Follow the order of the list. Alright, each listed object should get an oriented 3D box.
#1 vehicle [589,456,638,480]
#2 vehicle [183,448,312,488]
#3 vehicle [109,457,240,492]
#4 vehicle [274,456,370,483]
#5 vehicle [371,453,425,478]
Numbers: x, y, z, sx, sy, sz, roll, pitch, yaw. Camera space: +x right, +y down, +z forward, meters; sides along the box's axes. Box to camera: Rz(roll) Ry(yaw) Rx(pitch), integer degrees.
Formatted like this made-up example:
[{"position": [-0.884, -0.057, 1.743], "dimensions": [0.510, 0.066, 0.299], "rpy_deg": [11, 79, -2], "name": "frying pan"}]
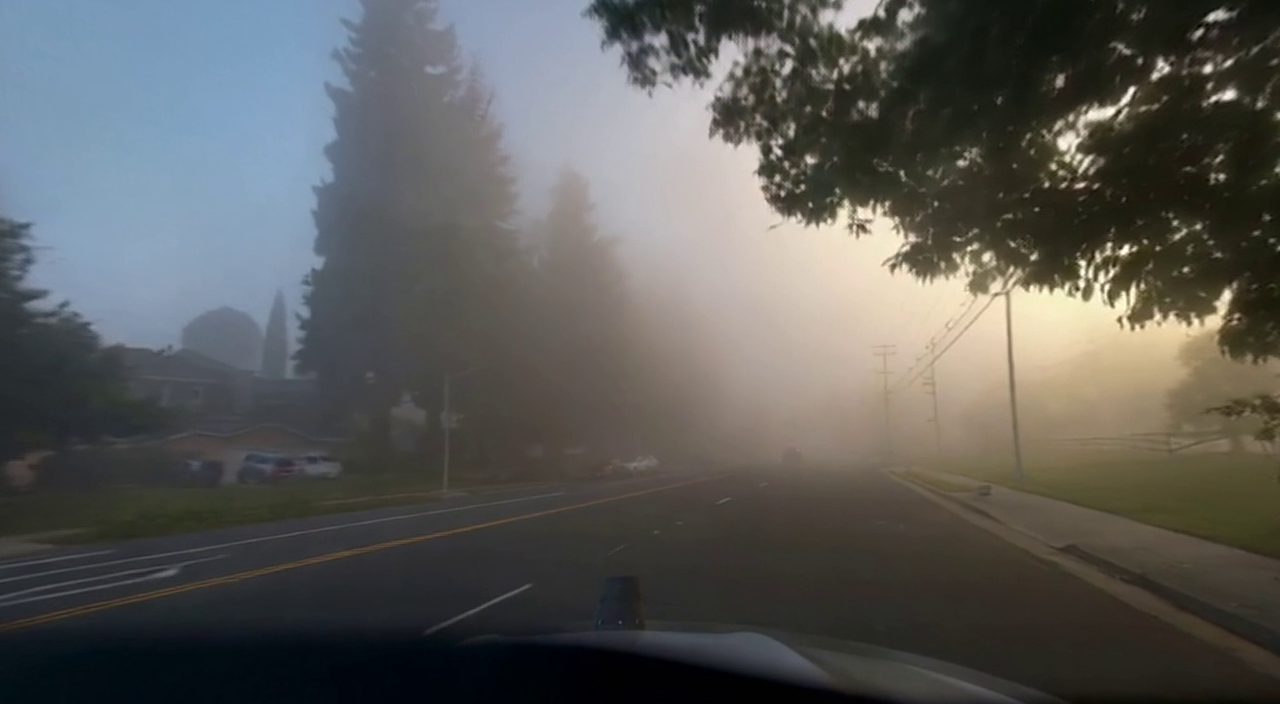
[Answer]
[{"position": [-1.778, 8.068, 44.025], "dimensions": [1.936, 1.489, 4.311], "rpy_deg": [-3, -9, 19], "name": "vehicle"}, {"position": [-20.028, 5.878, 32.282], "dimensions": [5.866, 1.877, 2.280], "rpy_deg": [-3, -9, 19], "name": "vehicle"}, {"position": [-21.163, 5.514, 28.772], "dimensions": [4.937, 1.445, 2.048], "rpy_deg": [-3, -9, 15], "name": "vehicle"}, {"position": [-18.140, 6.689, 36.177], "dimensions": [4.326, 1.452, 2.121], "rpy_deg": [-1, -9, 5], "name": "vehicle"}, {"position": [-16.322, 7.655, 42.889], "dimensions": [1.769, 1.414, 4.434], "rpy_deg": [1, -8, 2], "name": "vehicle"}]
